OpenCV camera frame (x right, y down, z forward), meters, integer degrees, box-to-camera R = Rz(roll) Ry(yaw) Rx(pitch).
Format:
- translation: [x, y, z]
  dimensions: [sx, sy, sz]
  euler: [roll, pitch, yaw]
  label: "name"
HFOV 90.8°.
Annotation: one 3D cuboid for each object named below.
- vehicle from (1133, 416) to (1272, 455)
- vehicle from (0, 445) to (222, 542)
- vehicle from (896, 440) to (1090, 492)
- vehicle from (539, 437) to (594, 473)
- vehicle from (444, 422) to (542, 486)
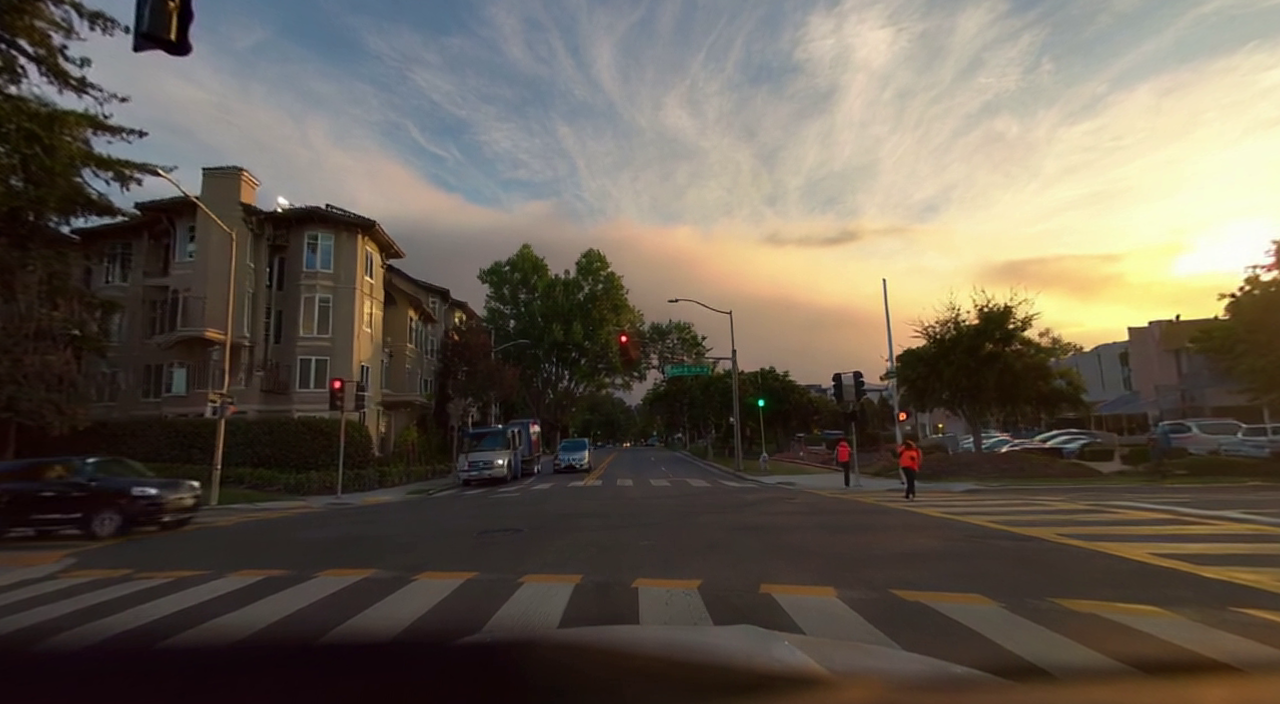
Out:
- translation: [33.273, 4.953, 37.493]
  dimensions: [5.969, 2.225, 2.458]
  euler: [0, -9, -4]
  label: "vehicle"
- translation: [-11.188, 2.708, 12.497]
  dimensions: [4.390, 1.700, 2.048]
  euler: [-1, -9, 4]
  label: "vehicle"
- translation: [11.191, 3.626, 20.432]
  dimensions: [5.158, 1.470, 2.012]
  euler: [-4, -10, 26]
  label: "vehicle"
- translation: [-3.683, 5.278, 32.496]
  dimensions: [2.302, 1.708, 4.764]
  euler: [0, -9, 0]
  label: "vehicle"
- translation: [-6.490, 4.651, 29.197]
  dimensions: [2.896, 2.560, 7.322]
  euler: [0, -8, -1]
  label: "vehicle"
